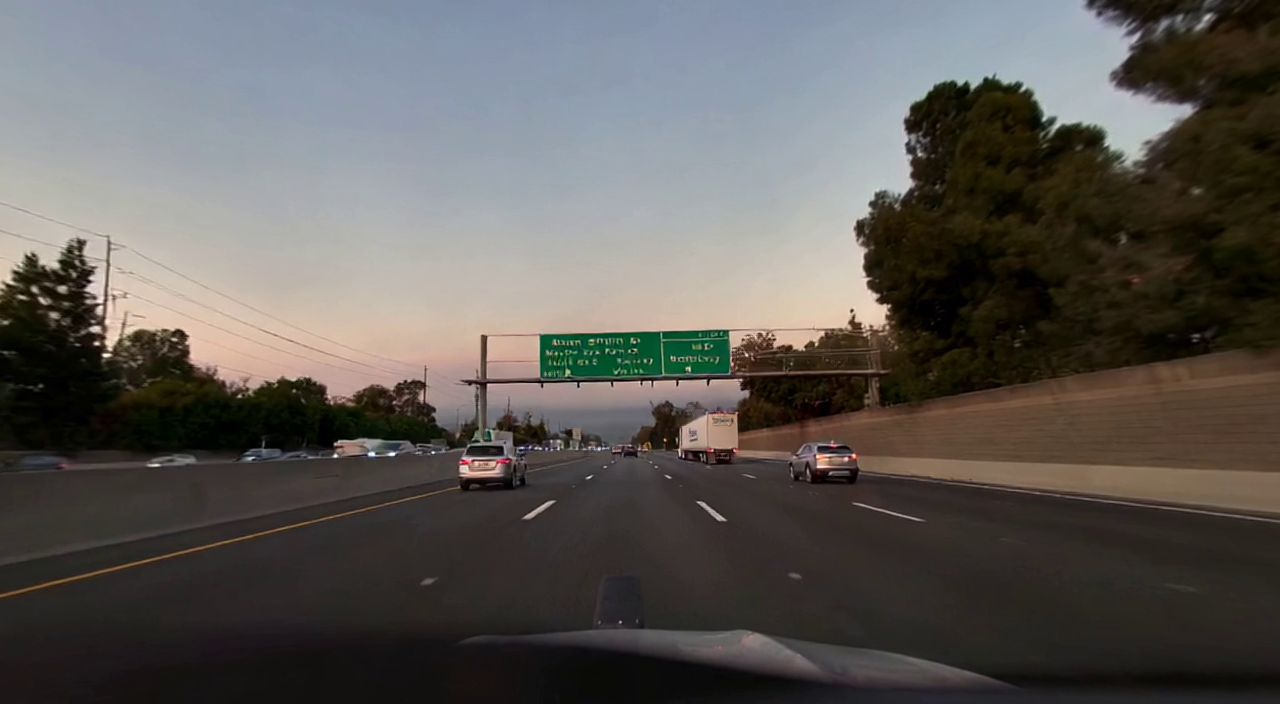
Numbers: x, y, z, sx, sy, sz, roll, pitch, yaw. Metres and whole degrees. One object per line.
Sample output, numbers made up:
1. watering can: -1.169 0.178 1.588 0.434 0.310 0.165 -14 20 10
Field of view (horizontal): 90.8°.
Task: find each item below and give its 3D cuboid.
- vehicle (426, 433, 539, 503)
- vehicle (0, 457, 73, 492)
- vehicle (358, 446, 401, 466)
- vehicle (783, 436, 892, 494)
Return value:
1. vehicle: -4.087 3.088 17.178 2.027 1.651 4.099 0 -9 0
2. vehicle: -26.635 5.172 26.867 1.707 1.364 3.608 0 -9 -3
3. vehicle: -19.879 7.953 48.339 1.847 1.440 3.572 0 -9 -1
4. vehicle: 6.217 3.602 20.502 1.991 1.647 4.409 0 -9 -1
